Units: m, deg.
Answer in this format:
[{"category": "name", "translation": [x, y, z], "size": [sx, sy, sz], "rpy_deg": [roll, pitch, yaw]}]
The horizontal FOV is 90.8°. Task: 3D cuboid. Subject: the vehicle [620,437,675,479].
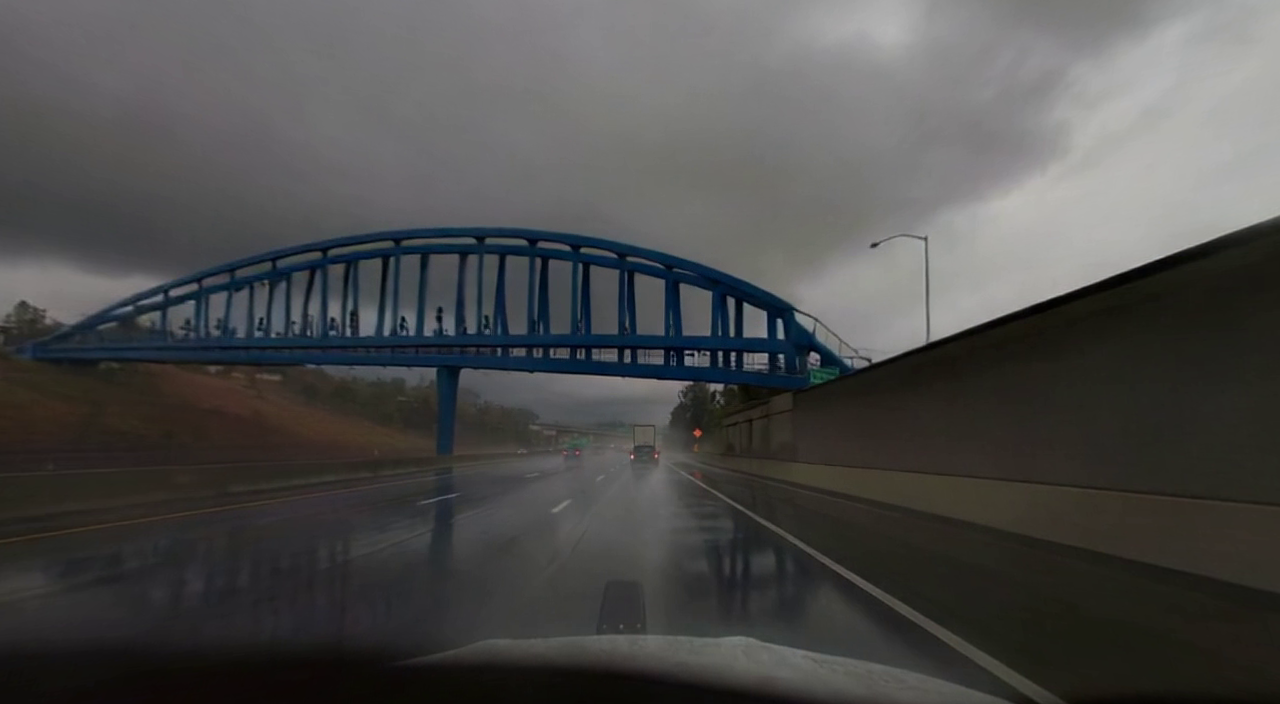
[{"category": "vehicle", "translation": [0.286, 4.824, 28.829], "size": [2.299, 1.716, 4.579], "rpy_deg": [0, -9, 0]}]
